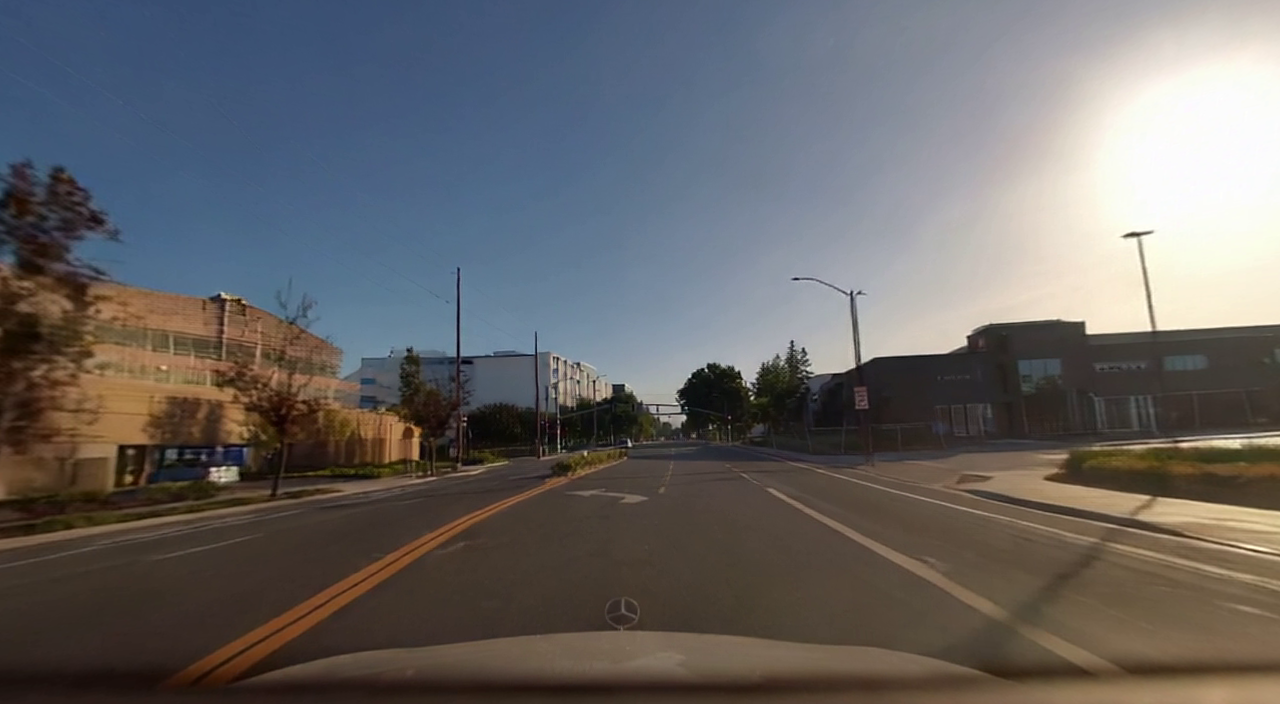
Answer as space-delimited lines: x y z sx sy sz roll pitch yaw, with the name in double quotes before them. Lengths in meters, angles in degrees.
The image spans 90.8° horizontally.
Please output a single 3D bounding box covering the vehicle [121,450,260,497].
"vehicle" -19.166 5.145 27.303 2.030 1.759 4.949 -1 -8 5
